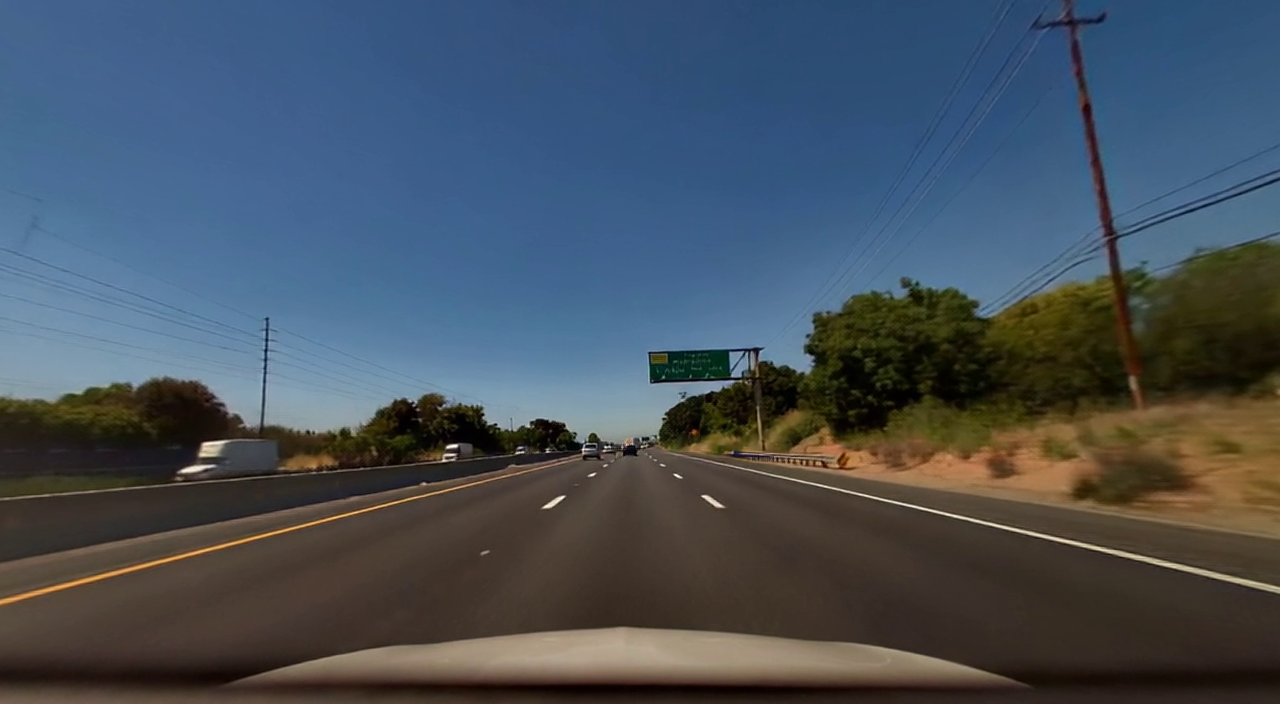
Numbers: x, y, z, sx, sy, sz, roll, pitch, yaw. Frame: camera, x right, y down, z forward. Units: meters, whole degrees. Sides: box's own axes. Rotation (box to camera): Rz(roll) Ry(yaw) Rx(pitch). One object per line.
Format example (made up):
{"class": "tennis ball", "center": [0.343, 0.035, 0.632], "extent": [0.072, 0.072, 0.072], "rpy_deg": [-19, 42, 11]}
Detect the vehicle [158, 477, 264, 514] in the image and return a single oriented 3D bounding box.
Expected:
{"class": "vehicle", "center": [-24.582, 8.222, 36.551], "extent": [2.230, 1.685, 5.700], "rpy_deg": [0, -8, -1]}

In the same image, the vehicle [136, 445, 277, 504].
{"class": "vehicle", "center": [-33.290, 9.325, 49.490], "extent": [2.996, 3.694, 11.637], "rpy_deg": [-4, -7, 0]}
